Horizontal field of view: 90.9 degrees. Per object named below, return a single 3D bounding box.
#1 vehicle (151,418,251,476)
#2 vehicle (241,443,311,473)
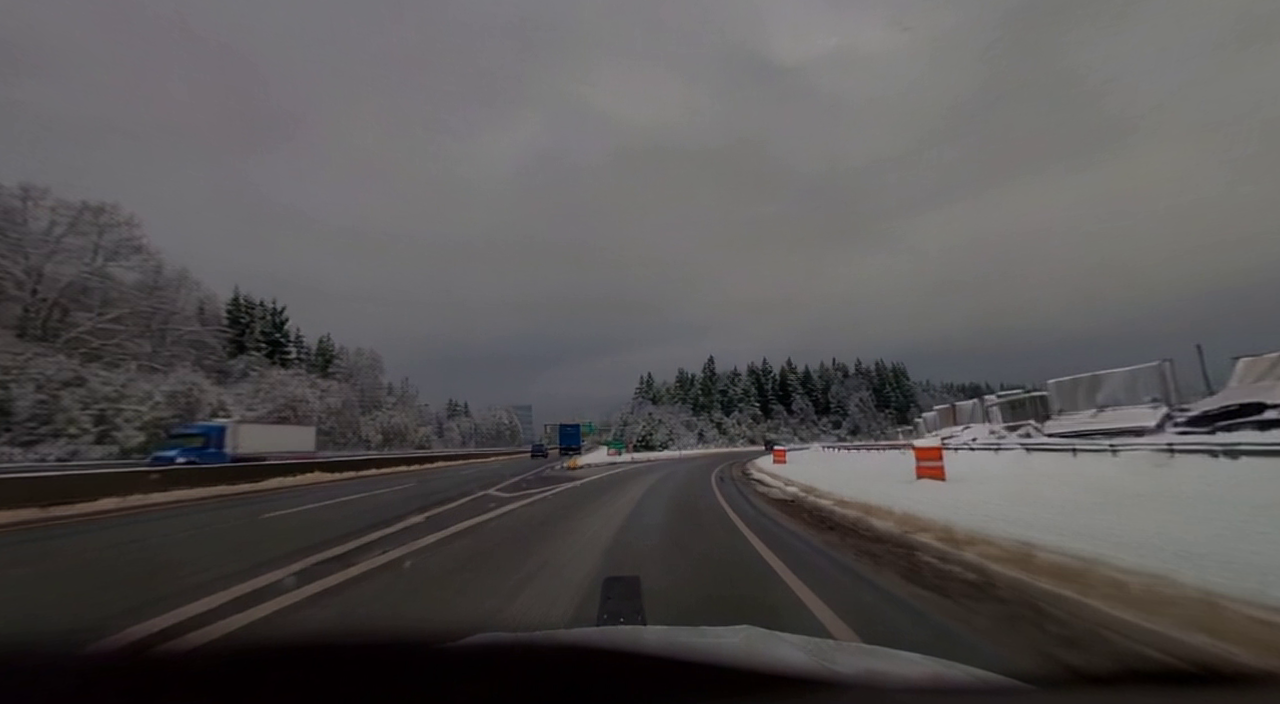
[{"bbox_3d":[-31.539,6.899,45.624,2.949,3.867,5.938,0,-9,-3],"label":"vehicle"},{"bbox_3d":[-28.089,8.211,48.936,2.224,2.164,5.797,0,-9,-3],"label":"vehicle"}]
